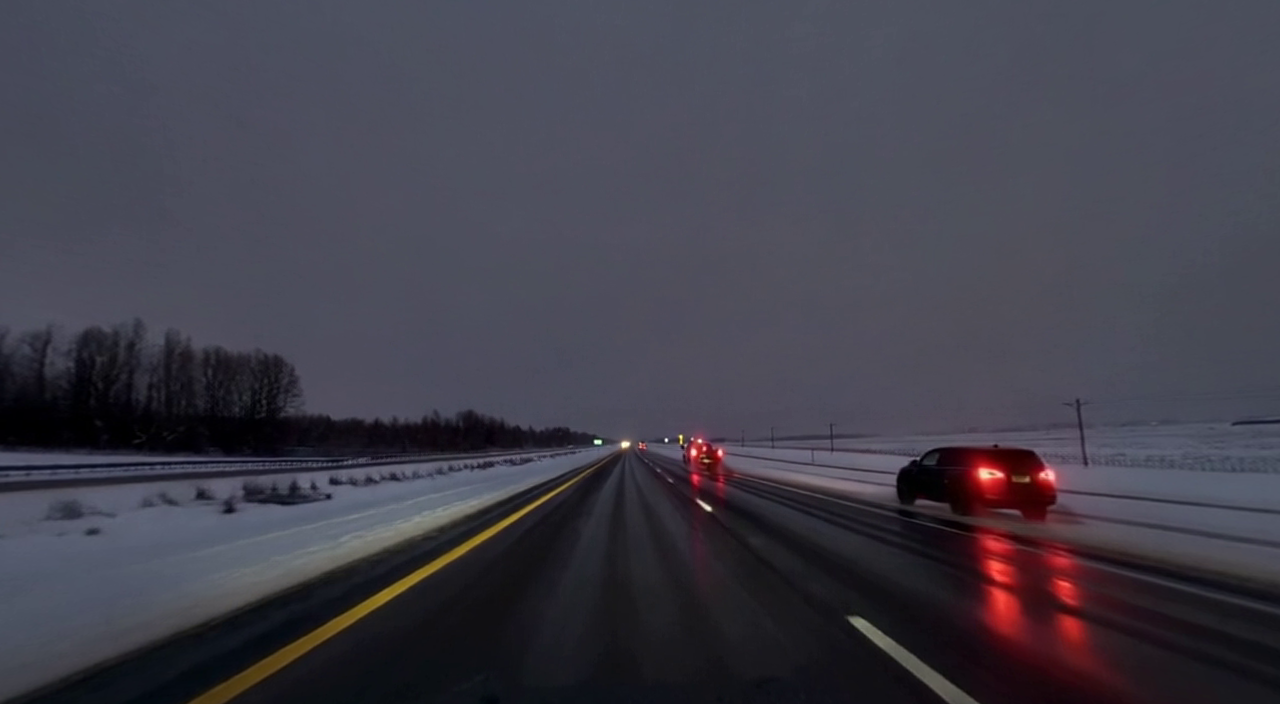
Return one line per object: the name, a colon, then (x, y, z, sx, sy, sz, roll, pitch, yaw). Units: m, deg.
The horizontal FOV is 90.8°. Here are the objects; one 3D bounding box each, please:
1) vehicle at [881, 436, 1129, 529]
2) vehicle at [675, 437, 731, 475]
vehicle: (6.980, 2.513, 12.931, 2.046, 1.509, 4.929, 0, -8, -2)
vehicle: (3.104, 5.271, 32.218, 2.141, 1.785, 4.778, 0, -8, -2)
